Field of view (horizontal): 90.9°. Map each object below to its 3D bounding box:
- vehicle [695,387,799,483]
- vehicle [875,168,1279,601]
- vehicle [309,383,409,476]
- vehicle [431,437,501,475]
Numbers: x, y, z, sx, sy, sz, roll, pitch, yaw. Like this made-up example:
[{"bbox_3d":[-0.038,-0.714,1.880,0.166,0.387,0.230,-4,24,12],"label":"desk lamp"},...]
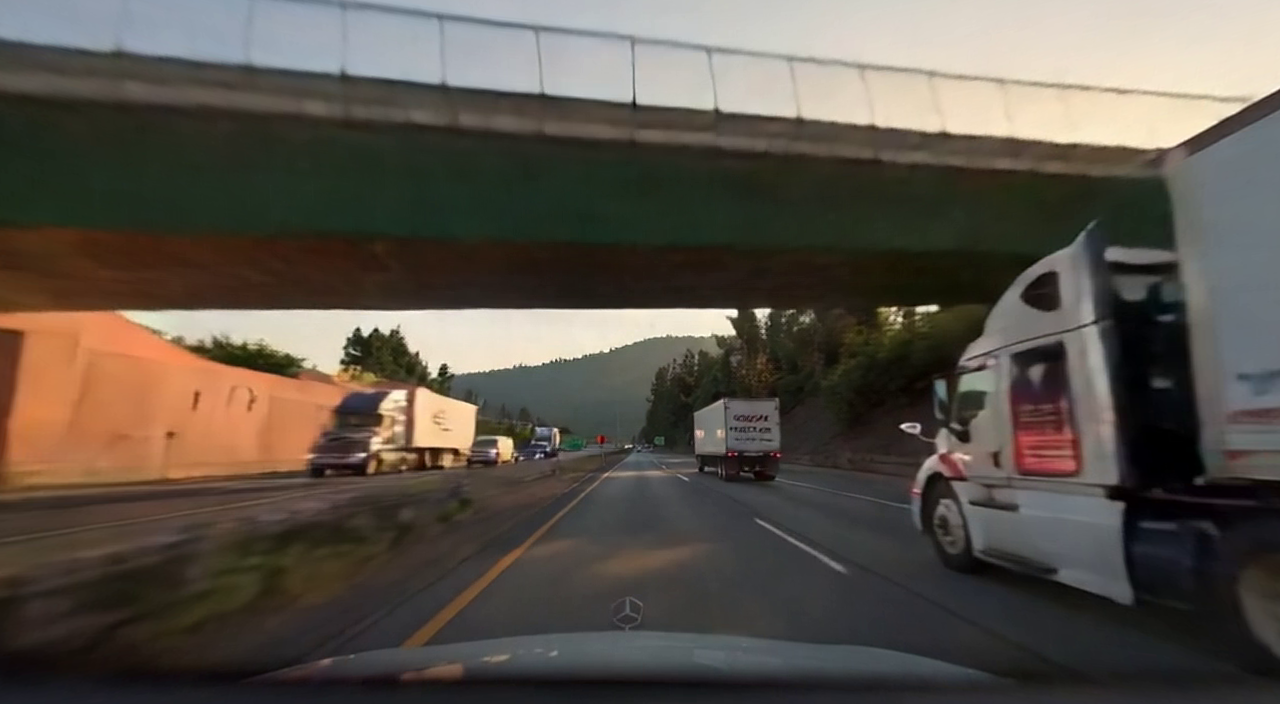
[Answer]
[{"bbox_3d":[5.165,4.639,34.015,2.983,4.030,14.444,0,-9,0],"label":"vehicle"},{"bbox_3d":[4.899,0.408,7.403,3.007,4.189,2.696,0,-9,0],"label":"vehicle"},{"bbox_3d":[-12.274,3.442,27.782,3.005,3.912,2.596,0,-9,0],"label":"vehicle"},{"bbox_3d":[-7.976,4.841,29.341,1.994,1.624,4.255,0,-9,1],"label":"vehicle"}]
